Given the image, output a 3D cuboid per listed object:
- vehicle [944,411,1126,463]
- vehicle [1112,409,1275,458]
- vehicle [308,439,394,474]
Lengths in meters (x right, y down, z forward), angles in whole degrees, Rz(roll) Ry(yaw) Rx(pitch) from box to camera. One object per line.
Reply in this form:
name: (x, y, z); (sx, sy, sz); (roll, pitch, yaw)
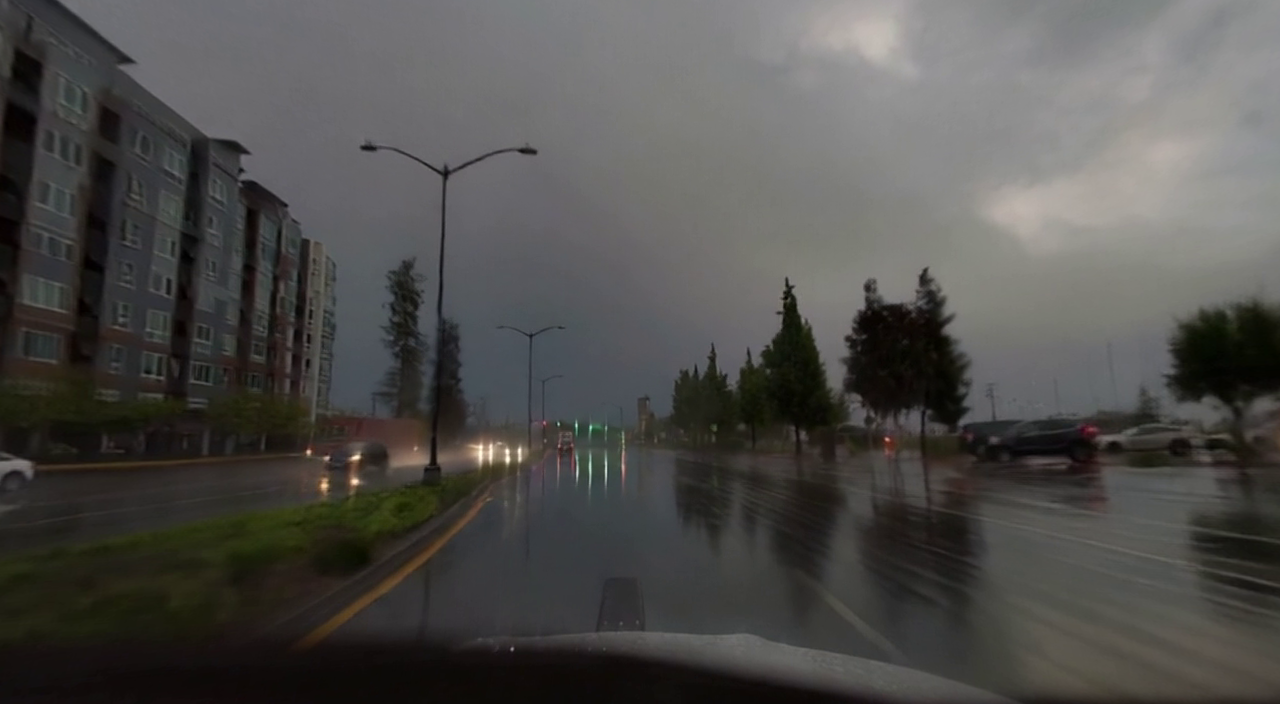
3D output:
vehicle: (16.314, 3.621, 26.580); (5.829, 1.995, 2.659); (-2, -9, 15)
vehicle: (21.884, 3.270, 25.248); (4.218, 1.780, 2.331); (-1, -10, 19)
vehicle: (-13.736, 5.002, 30.374); (2.150, 1.534, 4.569); (0, -8, -3)
